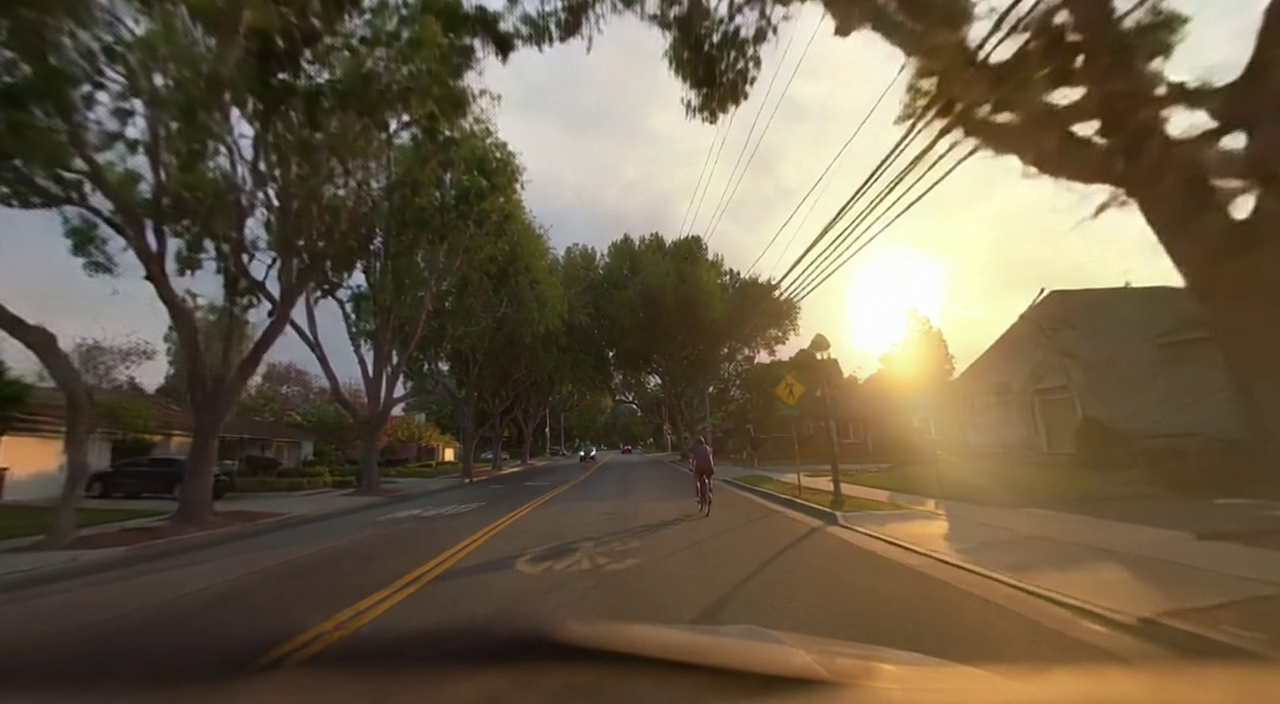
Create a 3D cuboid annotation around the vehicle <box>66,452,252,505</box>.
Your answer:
[{"bbox_3d":[-14.573,3.829,19.332,4.143,1.480,1.755,0,-8,-2],"label":"vehicle"}]
